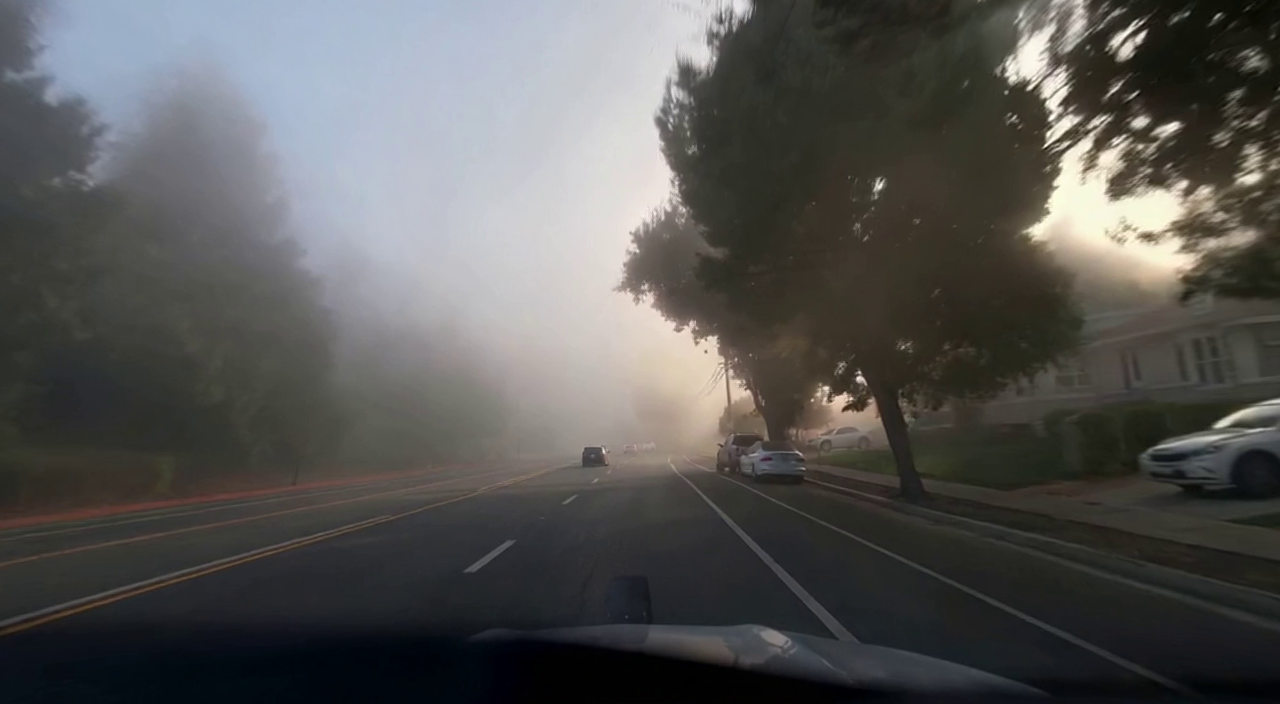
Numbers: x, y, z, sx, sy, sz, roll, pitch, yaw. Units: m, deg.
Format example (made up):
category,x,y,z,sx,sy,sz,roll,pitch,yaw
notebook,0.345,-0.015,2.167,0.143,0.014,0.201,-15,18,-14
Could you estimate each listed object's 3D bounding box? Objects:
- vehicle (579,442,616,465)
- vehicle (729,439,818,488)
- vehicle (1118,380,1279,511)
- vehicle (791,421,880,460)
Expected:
category,x,y,z,sx,sy,sz,roll,pitch,yaw
vehicle,-2.901,7.113,44.317,2.084,1.466,4.522,-1,-9,2
vehicle,4.570,3.893,22.382,2.241,1.536,4.682,0,-9,2
vehicle,11.513,1.422,10.588,4.860,1.919,2.318,-4,-9,2
vehicle,11.858,5.444,38.625,4.888,1.758,2.037,-8,-10,12
